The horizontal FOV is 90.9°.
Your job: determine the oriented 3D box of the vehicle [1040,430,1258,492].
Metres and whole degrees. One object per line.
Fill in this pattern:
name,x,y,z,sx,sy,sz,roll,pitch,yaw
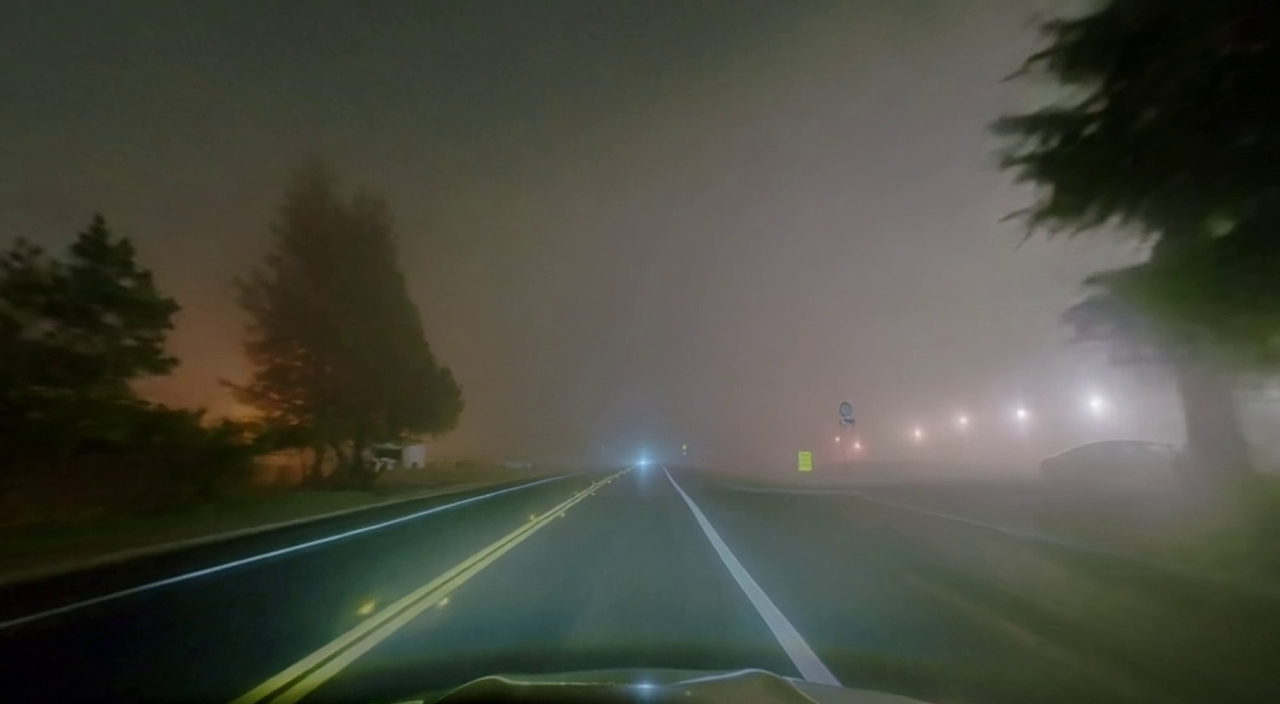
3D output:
vehicle,15.506,3.349,19.466,4.785,1.780,2.055,-1,-9,3
